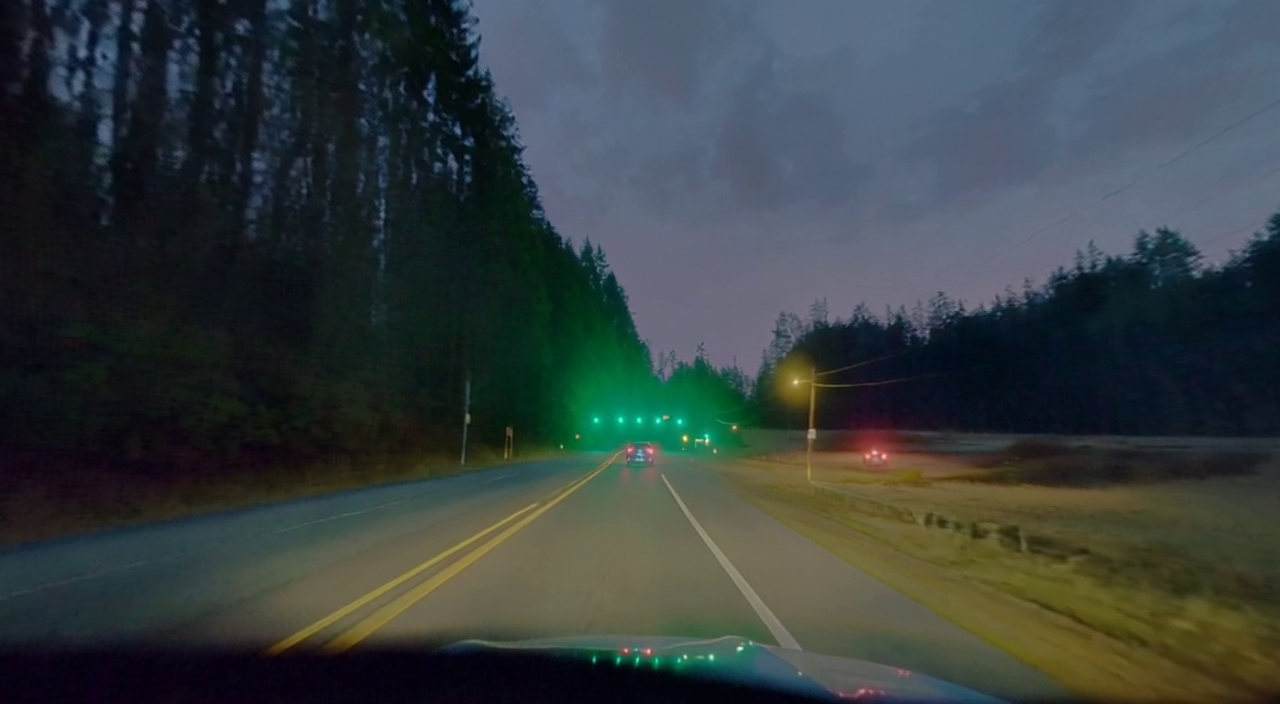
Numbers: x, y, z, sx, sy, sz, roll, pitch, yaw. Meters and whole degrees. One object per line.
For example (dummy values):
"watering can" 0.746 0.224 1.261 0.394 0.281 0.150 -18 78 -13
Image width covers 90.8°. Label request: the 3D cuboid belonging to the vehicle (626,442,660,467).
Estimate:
"vehicle" 0.229 6.593 40.628 2.042 1.489 3.963 -1 -9 1
